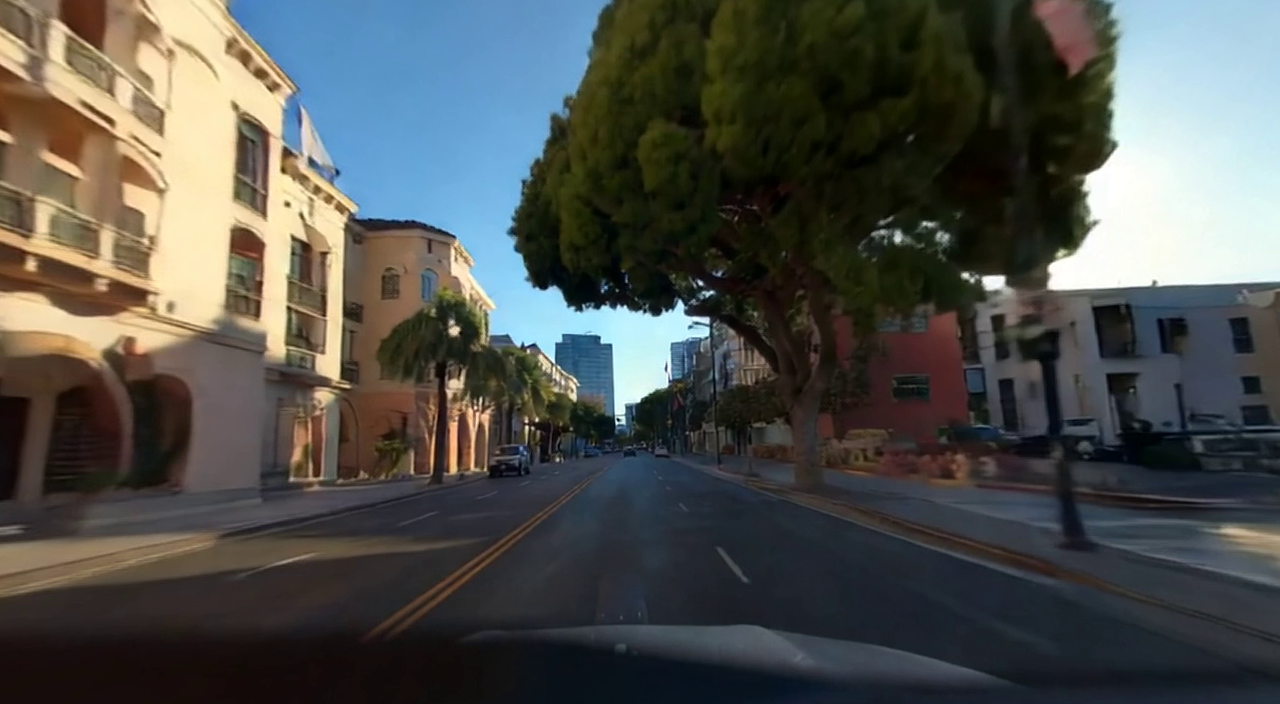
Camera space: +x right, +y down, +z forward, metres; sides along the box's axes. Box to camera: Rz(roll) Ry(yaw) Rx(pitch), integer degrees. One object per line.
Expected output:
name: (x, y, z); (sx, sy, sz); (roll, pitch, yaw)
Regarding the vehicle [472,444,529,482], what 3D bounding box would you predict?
vehicle: (-6.892, 5.504, 31.618); (1.946, 1.640, 4.430); (-2, -9, -1)
